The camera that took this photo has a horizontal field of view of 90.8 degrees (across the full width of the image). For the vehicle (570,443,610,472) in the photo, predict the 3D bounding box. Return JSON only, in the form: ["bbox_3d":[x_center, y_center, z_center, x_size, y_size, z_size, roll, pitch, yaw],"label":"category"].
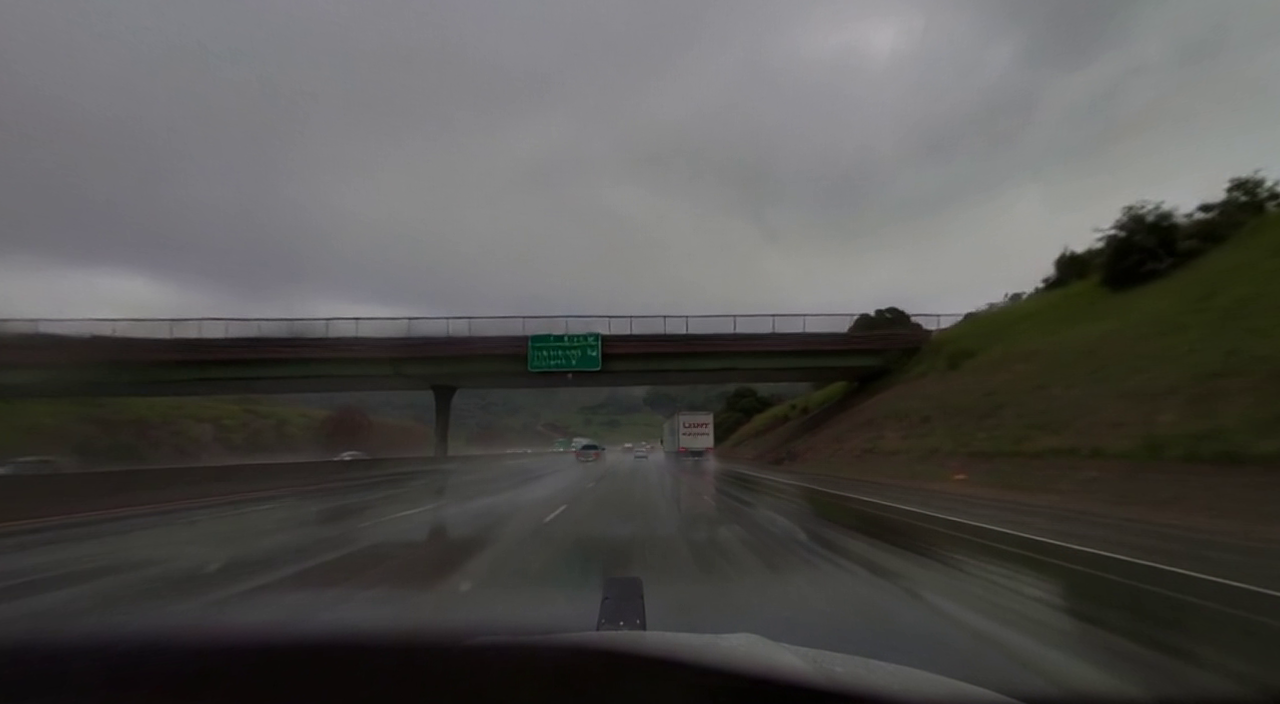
[{"bbox_3d":[-2.942,6.405,38.356,2.052,1.654,4.303,0,-9,0],"label":"vehicle"}]
